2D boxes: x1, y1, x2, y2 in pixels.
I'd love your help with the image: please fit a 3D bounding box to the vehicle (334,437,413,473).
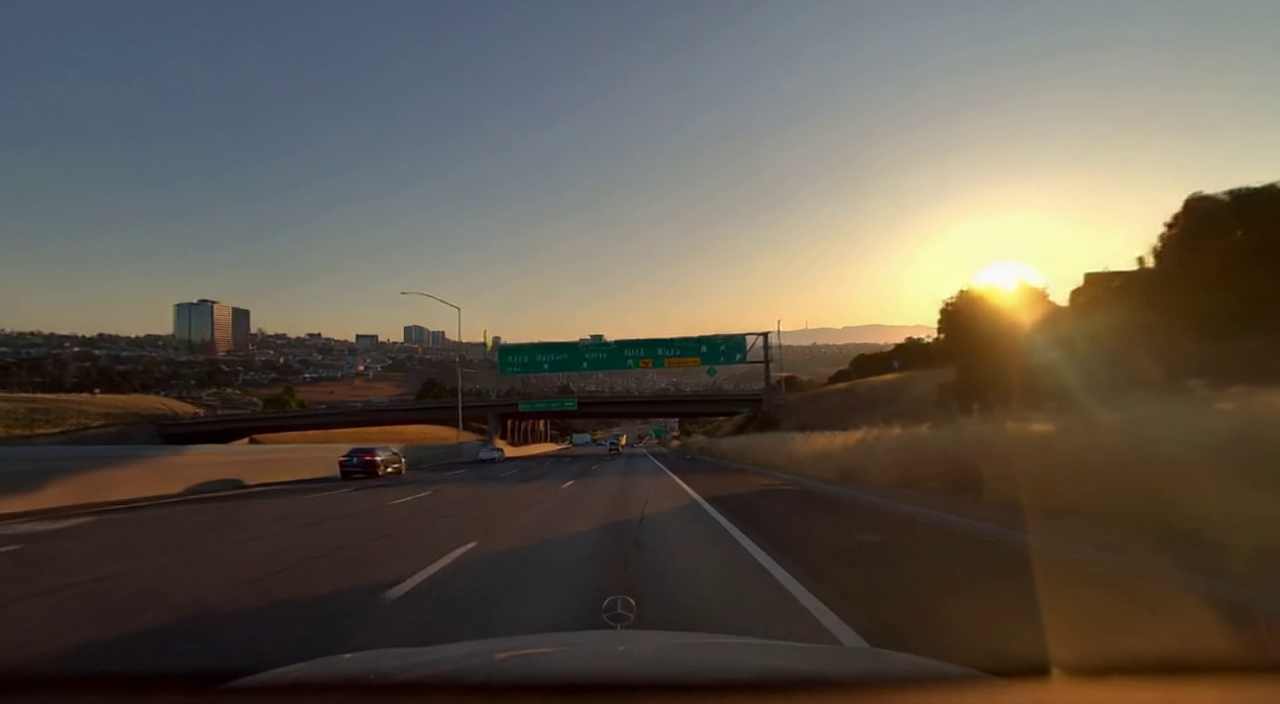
[{"bbox_3d":[-14.422,5.600,34.591,2.049,1.792,5.177,0,-8,0],"label":"vehicle"}]
